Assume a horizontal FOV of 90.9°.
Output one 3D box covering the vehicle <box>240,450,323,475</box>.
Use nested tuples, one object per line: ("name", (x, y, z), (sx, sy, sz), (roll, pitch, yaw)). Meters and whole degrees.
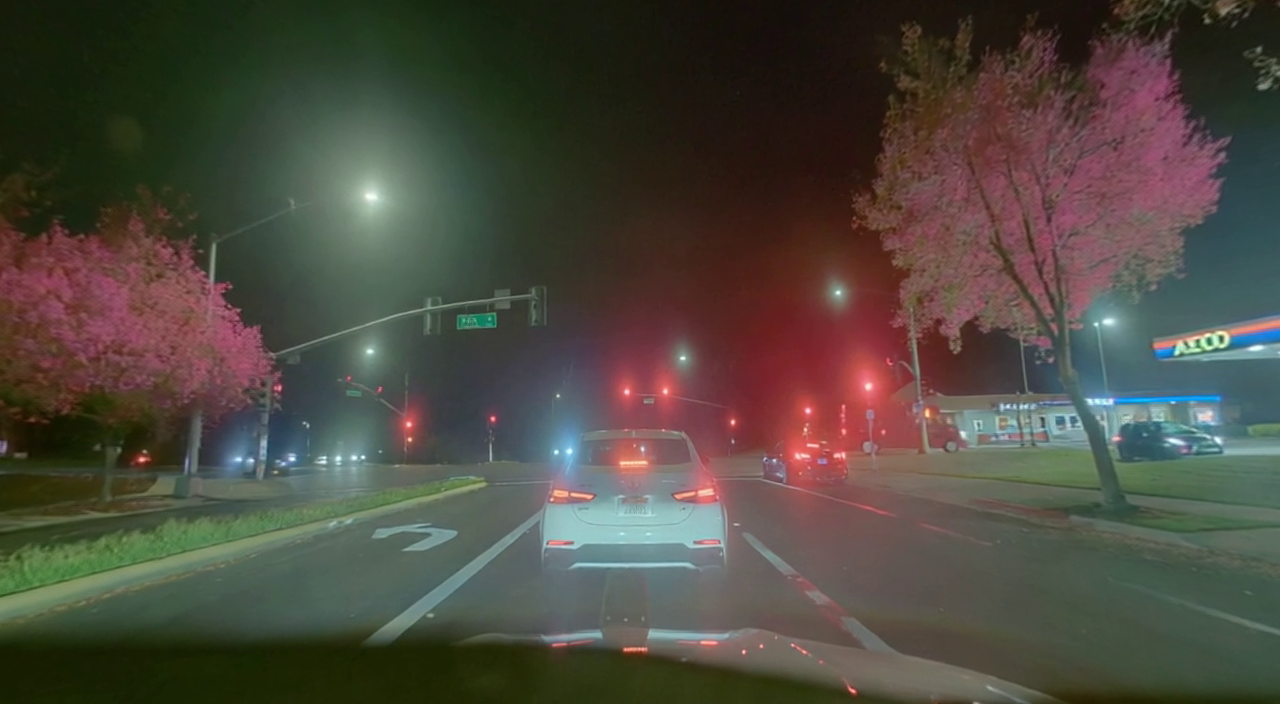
("vehicle", (-23.015, 7.069, 40.506), (4.609, 1.465, 1.944), (-3, -9, 17))

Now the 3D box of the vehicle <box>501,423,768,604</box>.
("vehicle", (-0.066, 1.643, 7.334), (2.213, 1.482, 4.057), (0, -8, -1))

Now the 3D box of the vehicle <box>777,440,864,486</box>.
("vehicle", (6.508, 4.041, 23.285), (1.942, 1.511, 4.390), (0, -8, 0))

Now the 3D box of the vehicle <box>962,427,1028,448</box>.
("vehicle", (27.238, 6.575, 48.399), (3.968, 1.572, 1.740), (0, -9, 3))

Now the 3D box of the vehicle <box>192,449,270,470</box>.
("vehicle", (-29.536, 7.792, 45.561), (4.466, 1.438, 1.837), (-1, -8, 5))

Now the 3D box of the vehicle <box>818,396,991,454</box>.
("vehicle", (18.542, 5.330, 45.048), (10.890, 3.868, 3.021), (-3, -9, 19))

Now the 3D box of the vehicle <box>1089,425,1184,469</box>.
("vehicle", (18.584, 3.537, 23.533), (4.300, 1.495, 2.053), (8, -11, -43))
